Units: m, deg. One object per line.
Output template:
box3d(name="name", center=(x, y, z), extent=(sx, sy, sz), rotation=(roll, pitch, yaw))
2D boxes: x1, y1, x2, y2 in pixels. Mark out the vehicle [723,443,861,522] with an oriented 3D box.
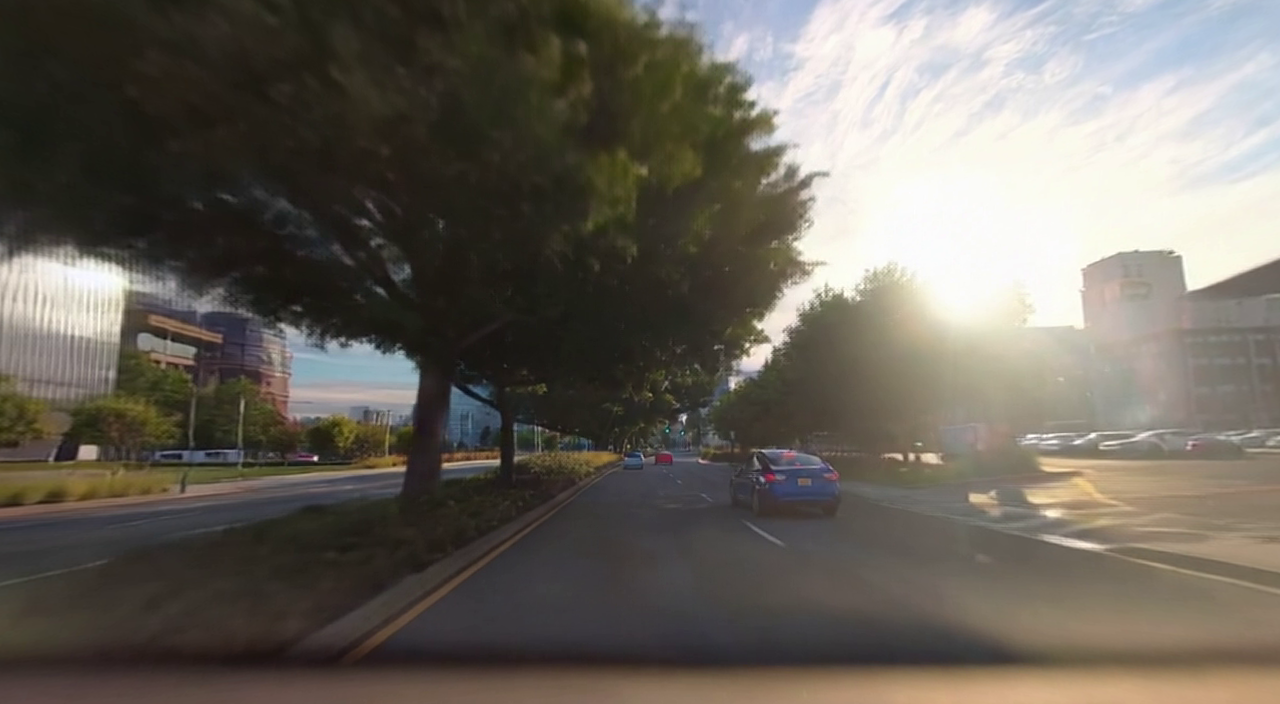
box3d(name="vehicle", center=(3.196, 2.831, 14.195), extent=(1.993, 1.501, 4.127), rotation=(0, -9, -1))
